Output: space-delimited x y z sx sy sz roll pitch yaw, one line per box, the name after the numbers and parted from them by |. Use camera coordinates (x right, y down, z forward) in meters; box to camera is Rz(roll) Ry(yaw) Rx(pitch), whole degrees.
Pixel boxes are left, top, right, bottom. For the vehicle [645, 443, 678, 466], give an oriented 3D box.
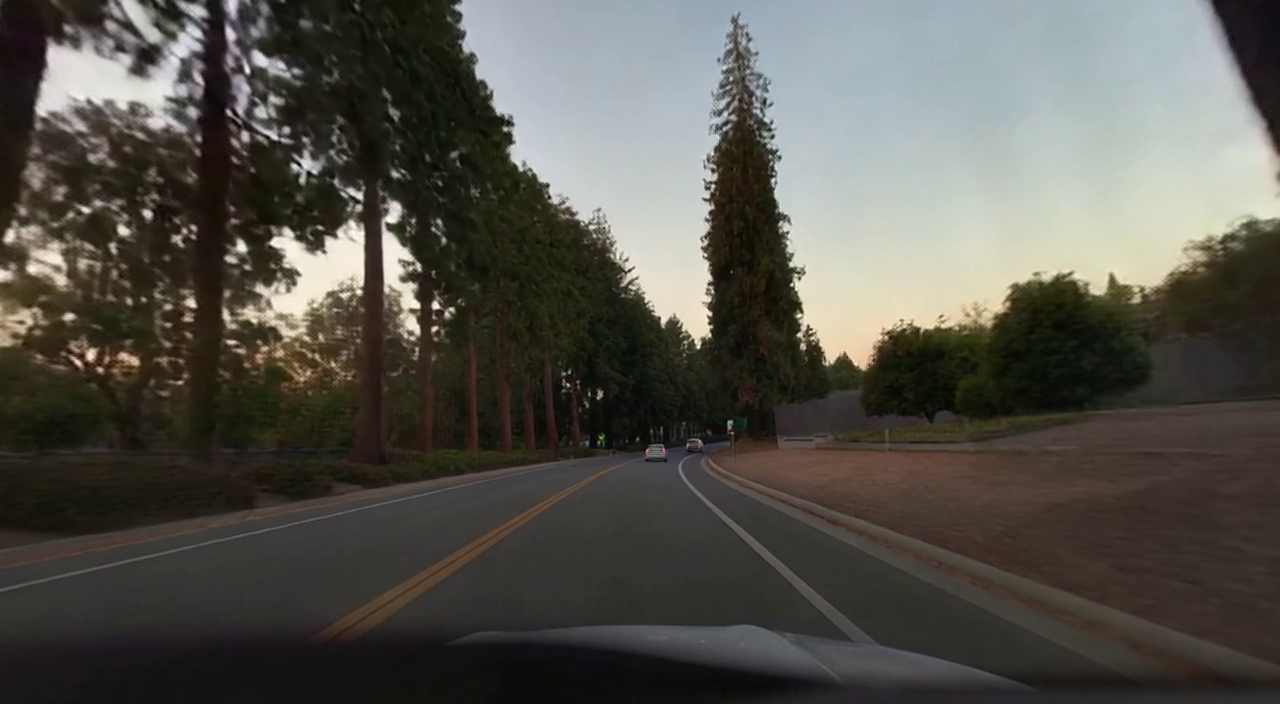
1.511 6.915 42.878 2.071 1.474 4.047 -1 -8 5 | vehicle
